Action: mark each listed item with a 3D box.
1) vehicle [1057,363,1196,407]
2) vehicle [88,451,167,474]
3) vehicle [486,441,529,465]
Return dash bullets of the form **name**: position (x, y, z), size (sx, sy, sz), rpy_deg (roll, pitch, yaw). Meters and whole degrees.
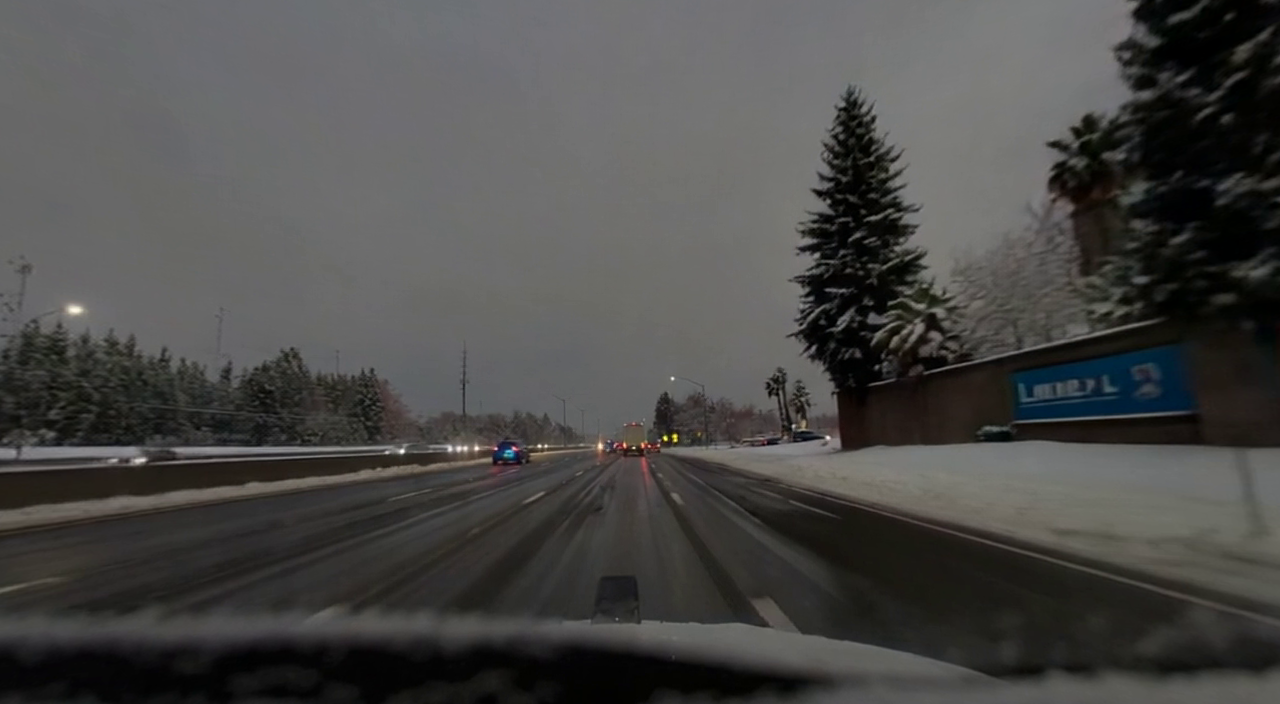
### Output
- **vehicle**: position (17.352, 1.203, 22.631), size (3.539, 1.395, 1.688), rpy_deg (0, -9, -1)
- **vehicle**: position (-37.027, 7.953, 45.776), size (1.879, 1.522, 4.624), rpy_deg (0, -8, -1)
- **vehicle**: position (-8.890, 6.807, 42.769), size (1.971, 1.552, 4.465), rpy_deg (0, -8, -1)
